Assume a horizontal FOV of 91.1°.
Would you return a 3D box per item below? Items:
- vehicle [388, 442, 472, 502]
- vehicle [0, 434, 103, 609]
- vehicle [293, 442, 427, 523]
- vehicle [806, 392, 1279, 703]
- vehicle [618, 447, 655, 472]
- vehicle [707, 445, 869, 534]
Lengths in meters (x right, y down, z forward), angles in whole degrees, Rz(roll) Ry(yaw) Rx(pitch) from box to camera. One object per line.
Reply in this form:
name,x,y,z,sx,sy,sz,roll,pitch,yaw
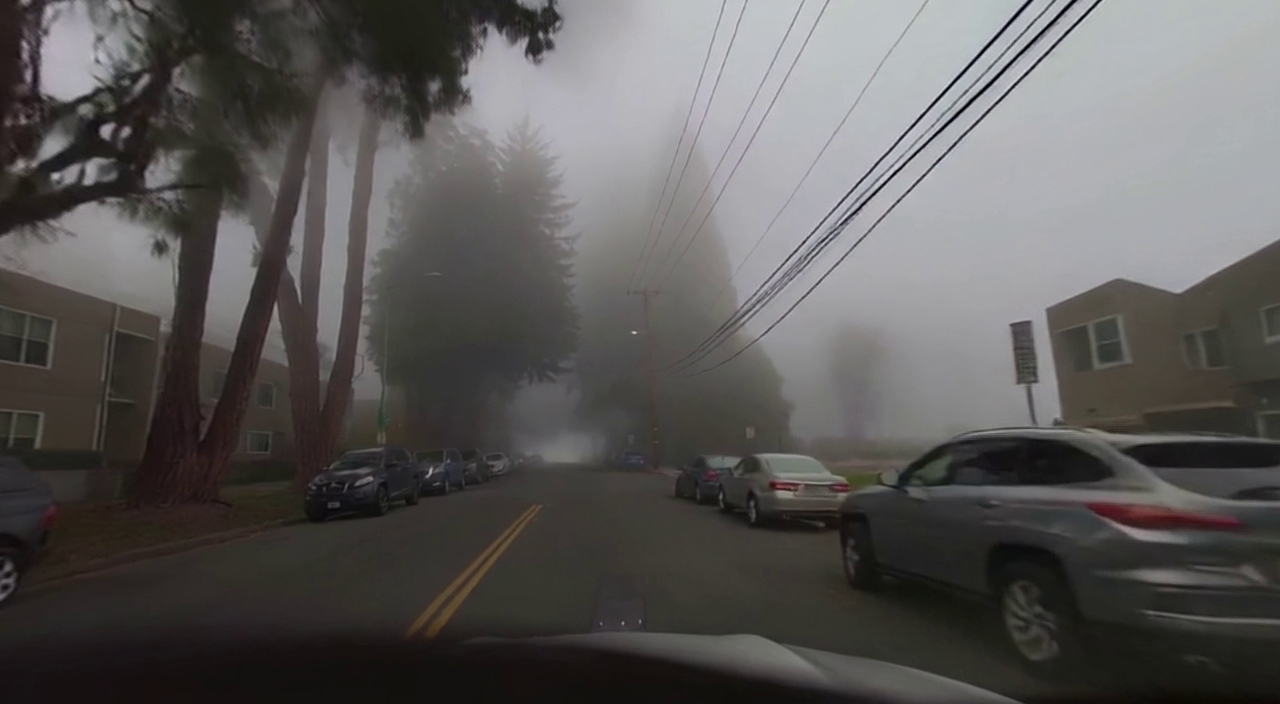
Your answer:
vehicle,-8.519,4.837,26.024,2.120,1.989,5.616,-2,-7,-6
vehicle,-7.779,1.647,5.712,2.037,1.851,4.569,0,-11,-7
vehicle,-7.831,3.620,18.153,2.056,1.876,4.824,-1,-8,-5
vehicle,3.429,1.386,5.280,2.272,1.626,5.170,1,-9,-5
vehicle,-0.294,7.870,45.777,2.328,1.730,4.225,1,-10,-5
vehicle,2.784,2.705,13.108,1.868,1.494,4.652,1,-9,-5
